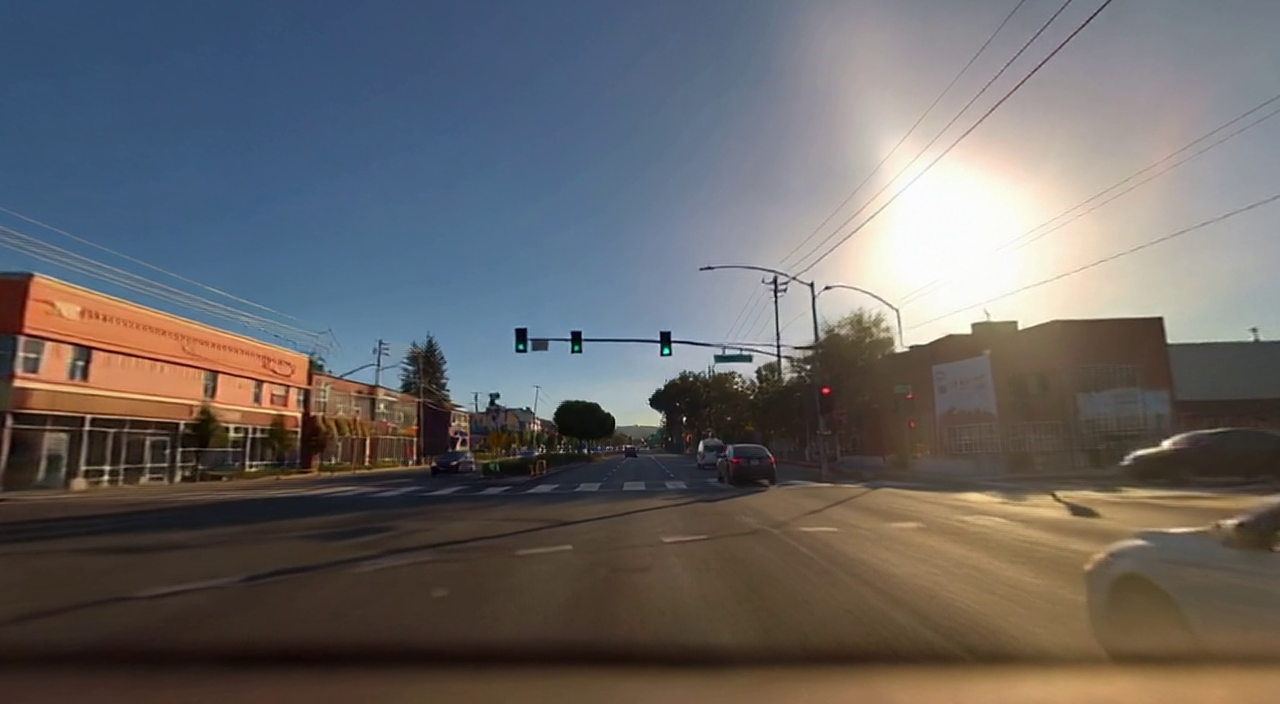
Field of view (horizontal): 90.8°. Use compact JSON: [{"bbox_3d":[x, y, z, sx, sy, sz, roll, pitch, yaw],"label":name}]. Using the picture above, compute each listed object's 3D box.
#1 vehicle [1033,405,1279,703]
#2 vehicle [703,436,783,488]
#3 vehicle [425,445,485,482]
[{"bbox_3d":[3.364,0.808,1.526,2.004,1.455,4.417,0,-9,0],"label":"vehicle"},{"bbox_3d":[3.616,3.960,23.007,2.128,1.699,4.222,0,-9,-1],"label":"vehicle"},{"bbox_3d":[-9.182,5.520,31.690,1.816,1.478,4.404,-2,-6,-2],"label":"vehicle"}]
